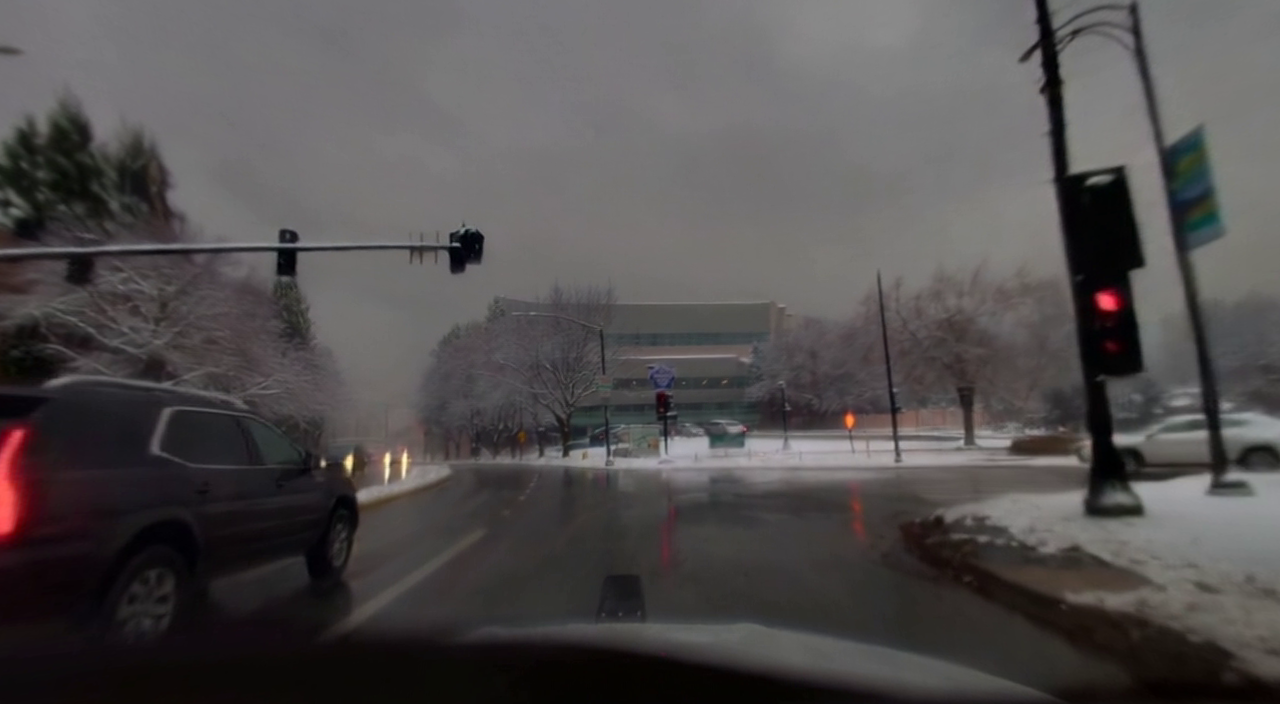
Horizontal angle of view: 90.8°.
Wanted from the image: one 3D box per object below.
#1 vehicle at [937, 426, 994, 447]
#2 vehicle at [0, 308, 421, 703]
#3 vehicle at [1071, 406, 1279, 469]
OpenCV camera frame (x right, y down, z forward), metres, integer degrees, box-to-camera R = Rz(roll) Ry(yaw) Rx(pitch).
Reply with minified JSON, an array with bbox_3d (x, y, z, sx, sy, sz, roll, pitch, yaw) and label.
[{"bbox_3d":[25.376,6.626,49.224,3.966,1.585,1.921,4,-10,-27],"label":"vehicle"},{"bbox_3d":[-3.629,1.081,4.797,2.134,1.799,5.082,0,-9,0],"label":"vehicle"},{"bbox_3d":[16.937,2.754,20.091,4.857,1.803,2.147,-4,-9,23],"label":"vehicle"}]
